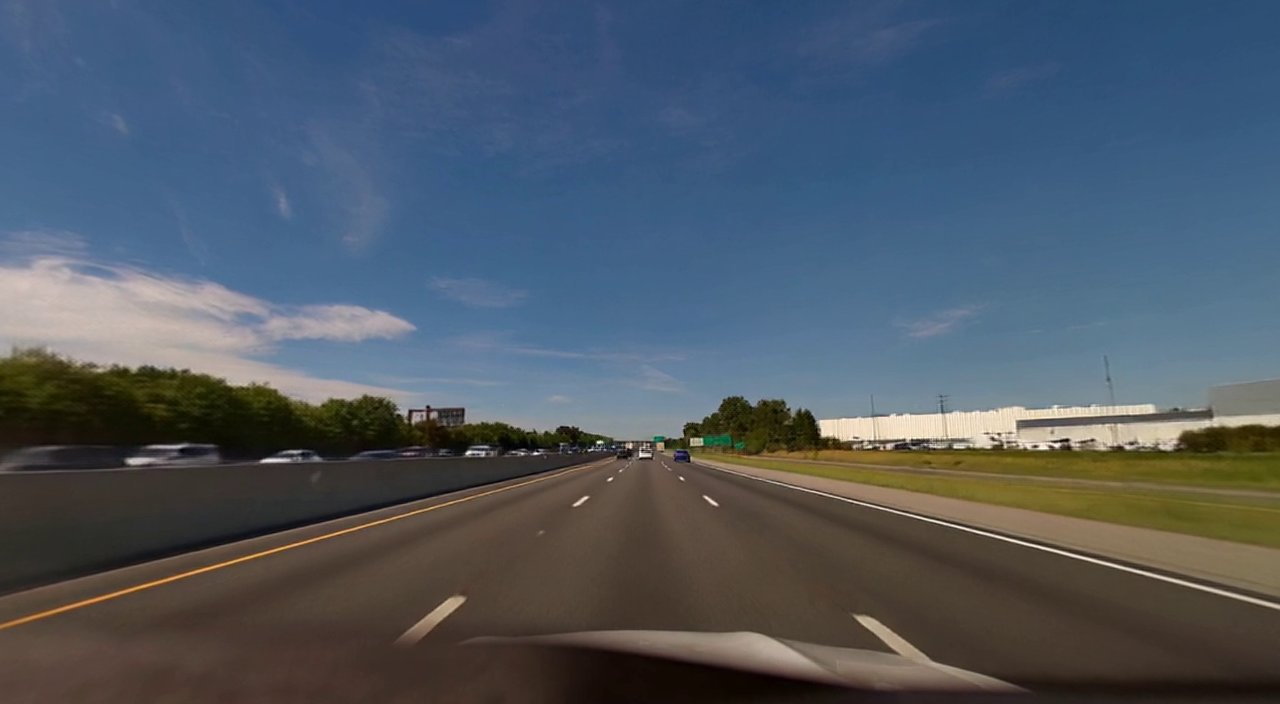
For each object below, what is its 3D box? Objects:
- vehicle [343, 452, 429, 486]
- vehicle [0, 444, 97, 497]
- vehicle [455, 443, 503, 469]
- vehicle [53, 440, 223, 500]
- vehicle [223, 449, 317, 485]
[{"bbox_3d":[-11.690,5.379,29.410,2.007,1.427,4.564,-1,-9,2],"label":"vehicle"},{"bbox_3d":[-20.106,3.742,20.090,1.882,1.583,4.054,0,-9,0],"label":"vehicle"},{"bbox_3d":[-11.415,7.413,45.112,2.060,1.730,5.120,0,-9,0],"label":"vehicle"},{"bbox_3d":[-16.061,3.777,20.550,1.883,1.691,4.383,0,-9,0],"label":"vehicle"},{"bbox_3d":[-16.154,5.031,27.748,1.835,1.455,3.673,-1,-9,1],"label":"vehicle"}]
